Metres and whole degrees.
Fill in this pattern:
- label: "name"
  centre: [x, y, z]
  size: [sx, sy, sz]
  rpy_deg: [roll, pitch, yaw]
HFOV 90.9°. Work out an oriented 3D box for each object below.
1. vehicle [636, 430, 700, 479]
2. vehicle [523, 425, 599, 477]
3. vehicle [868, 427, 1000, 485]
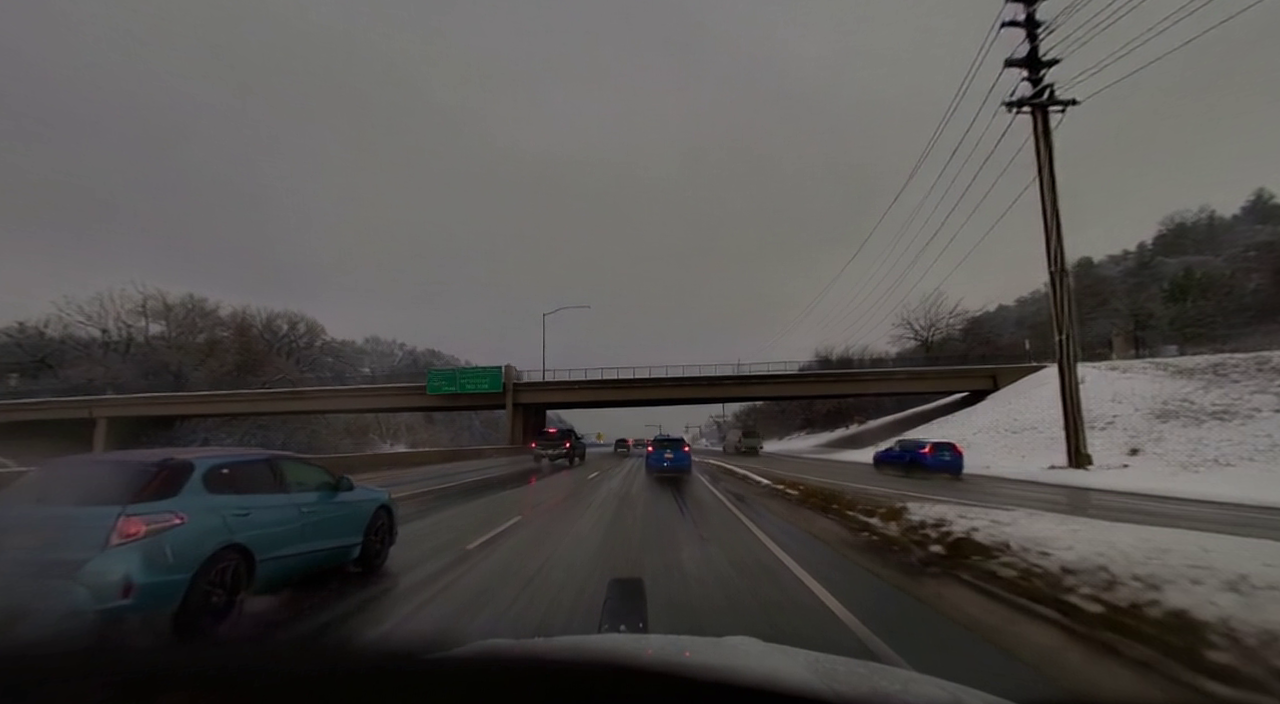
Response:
- label: "vehicle"
  centre: [0.958, 3.859, 23.918]
  size: [2.193, 1.651, 3.946]
  rpy_deg: [0, -8, 0]
- label: "vehicle"
  centre: [-3.008, 3.926, 25.143]
  size: [2.228, 1.845, 4.847]
  rpy_deg: [-1, -8, 2]
- label: "vehicle"
  centre: [10.971, 3.912, 24.057]
  size: [2.059, 1.938, 4.793]
  rpy_deg: [1, -9, -10]
